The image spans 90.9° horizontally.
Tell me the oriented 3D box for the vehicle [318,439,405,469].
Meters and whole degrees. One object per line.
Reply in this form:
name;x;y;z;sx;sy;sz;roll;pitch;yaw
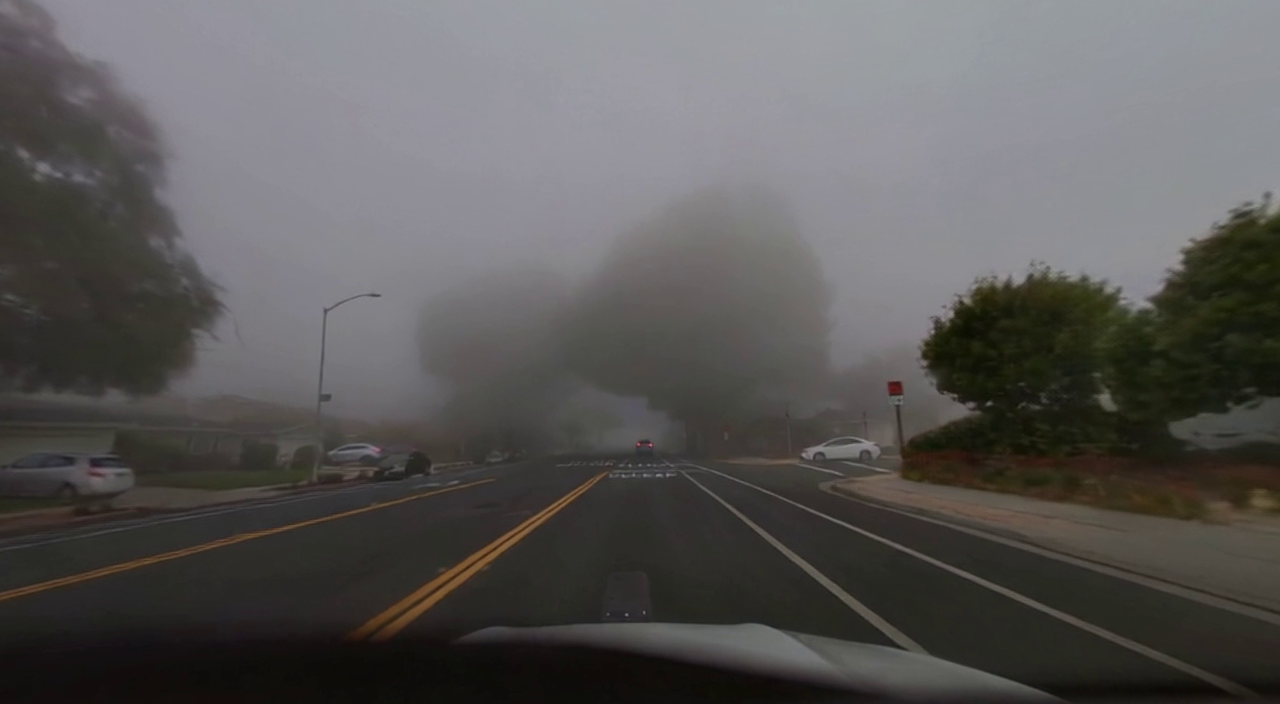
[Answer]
vehicle;-19.597;7.179;44.551;4.969;1.995;2.462;0;-8;0

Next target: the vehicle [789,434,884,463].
vehicle;10.989;5.444;35.630;4.818;1.525;2.163;-2;-8;9

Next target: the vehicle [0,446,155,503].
vehicle;-18.236;3.733;19.436;4.717;1.605;2.074;0;-8;-3

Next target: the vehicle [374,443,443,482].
vehicle;-12.442;5.938;34.174;1.965;1.653;4.488;-3;-6;1
